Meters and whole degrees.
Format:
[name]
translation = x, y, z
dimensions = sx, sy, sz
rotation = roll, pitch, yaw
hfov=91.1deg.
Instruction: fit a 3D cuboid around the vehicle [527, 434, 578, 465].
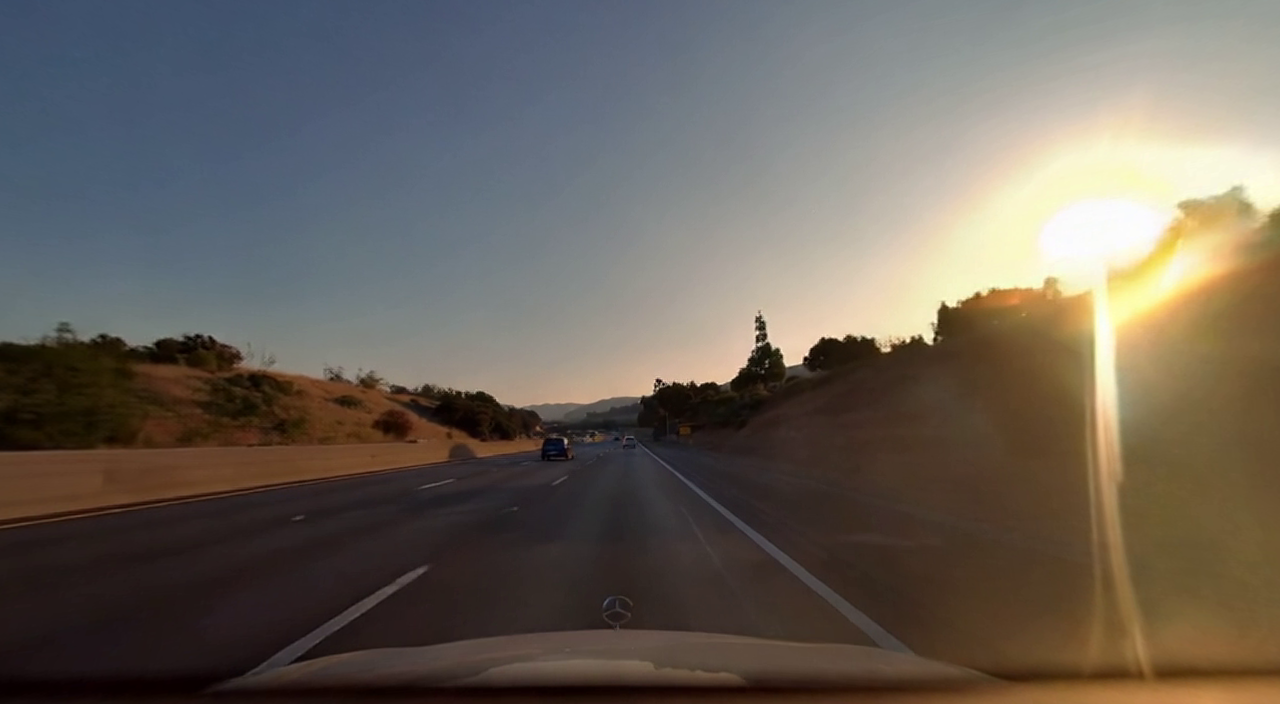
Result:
[vehicle]
translation = -4.822, 5.441, 35.399
dimensions = 2.129, 1.588, 4.980
rotation = 0, -8, 0
